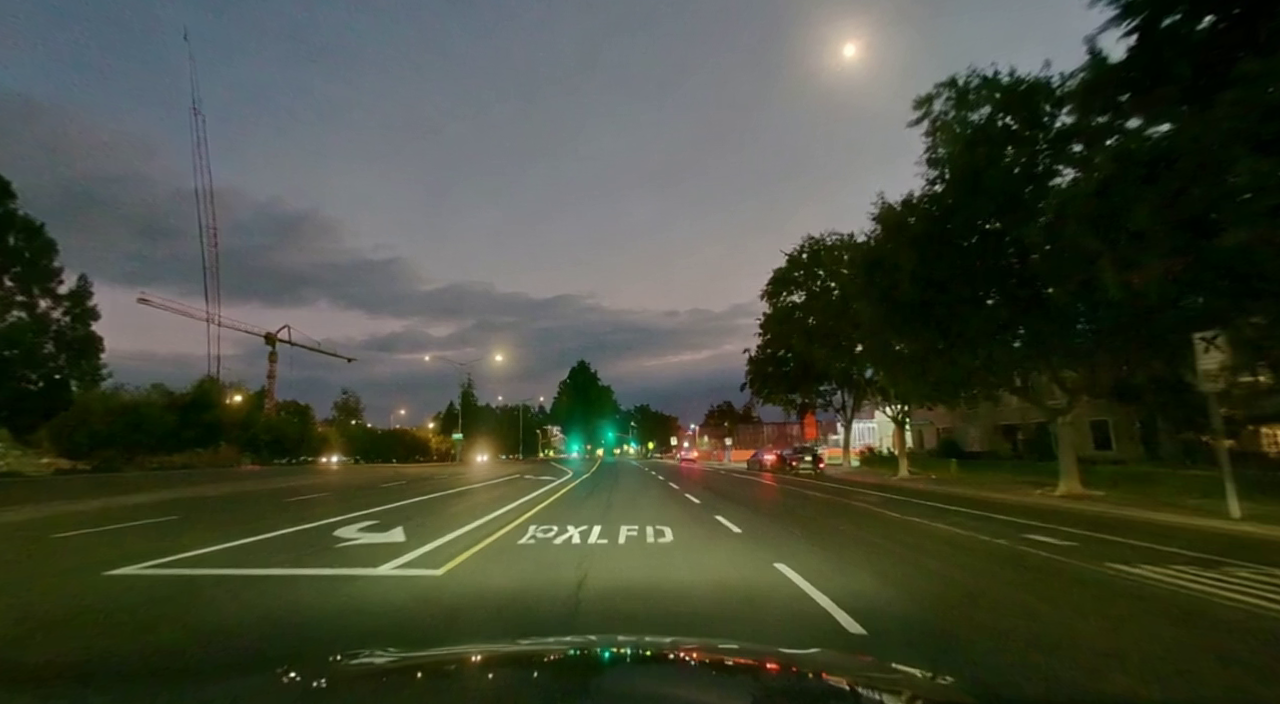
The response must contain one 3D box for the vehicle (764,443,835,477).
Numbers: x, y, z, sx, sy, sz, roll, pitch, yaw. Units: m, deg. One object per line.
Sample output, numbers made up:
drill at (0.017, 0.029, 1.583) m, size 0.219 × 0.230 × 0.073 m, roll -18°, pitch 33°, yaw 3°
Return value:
vehicle at (7.544, 5.139, 30.414) m, size 1.946 × 1.472 × 4.753 m, roll 0°, pitch -9°, yaw -3°
